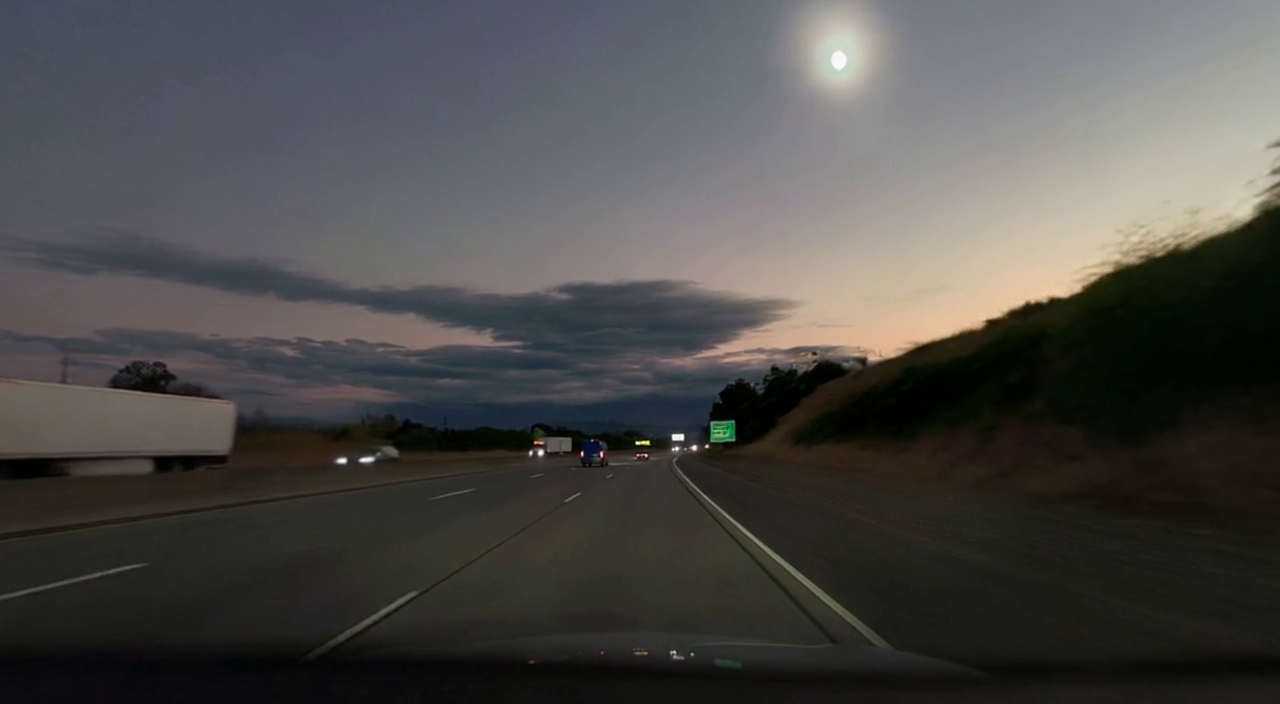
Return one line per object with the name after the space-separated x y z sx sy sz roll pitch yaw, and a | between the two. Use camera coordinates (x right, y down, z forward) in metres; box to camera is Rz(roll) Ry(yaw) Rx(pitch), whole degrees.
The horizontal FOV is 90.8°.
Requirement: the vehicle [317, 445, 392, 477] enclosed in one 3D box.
-15.518 5.940 34.535 1.955 1.617 4.254 -1 -9 2 | vehicle

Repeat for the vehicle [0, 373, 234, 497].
-22.915 3.509 25.808 2.918 4.113 14.054 -1 -9 2 | vehicle
